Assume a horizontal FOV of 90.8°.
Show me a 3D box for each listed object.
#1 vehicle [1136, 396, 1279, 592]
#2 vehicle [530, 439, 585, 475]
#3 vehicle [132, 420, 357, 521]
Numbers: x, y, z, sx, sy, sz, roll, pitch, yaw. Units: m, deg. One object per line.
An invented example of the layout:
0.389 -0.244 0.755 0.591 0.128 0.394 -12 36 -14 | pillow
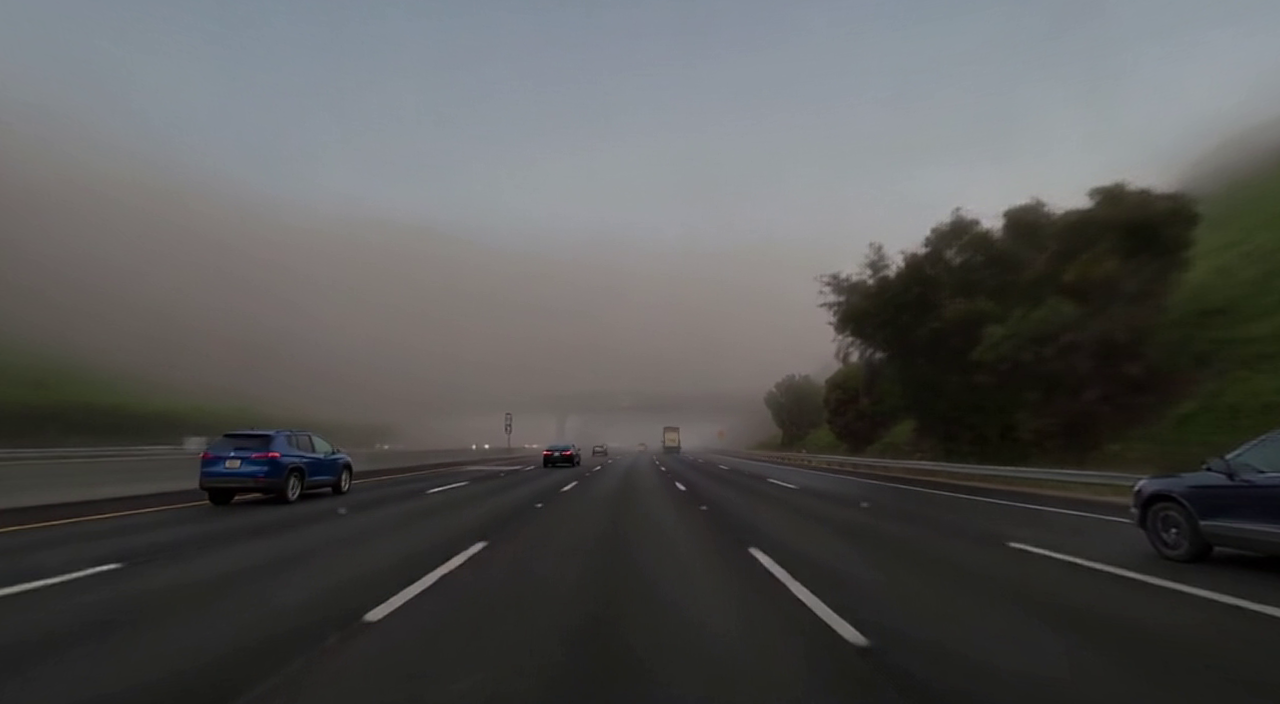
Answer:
6.667 1.147 4.864 1.950 1.719 4.545 0 -9 0 | vehicle
-3.689 4.769 28.957 1.925 1.509 4.363 0 -9 0 | vehicle
-7.644 2.324 12.840 1.860 1.694 4.173 0 -9 -1 | vehicle
